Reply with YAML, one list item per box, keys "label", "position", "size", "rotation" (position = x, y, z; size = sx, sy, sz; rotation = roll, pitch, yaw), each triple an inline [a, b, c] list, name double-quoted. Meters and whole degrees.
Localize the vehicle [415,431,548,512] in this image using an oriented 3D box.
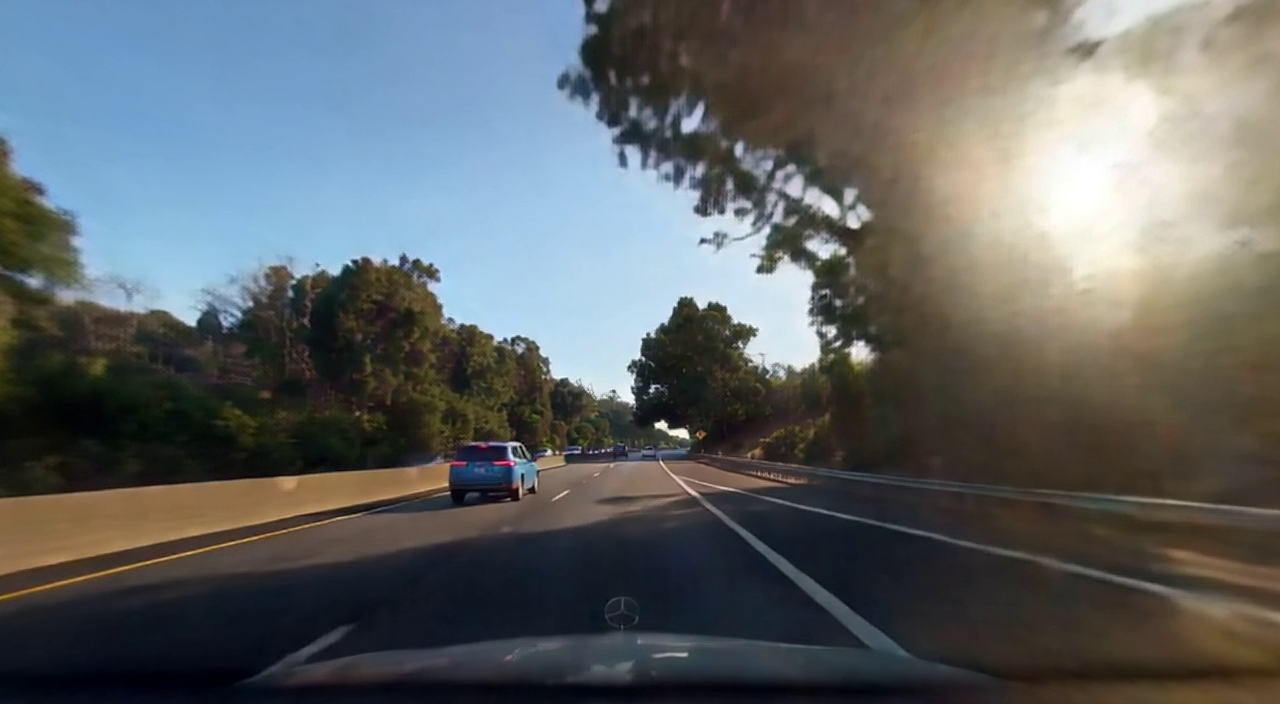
- label: "vehicle"
  position: [-3.728, 2.914, 15.883]
  size: [2.110, 1.727, 4.607]
  rotation: [0, -9, 0]
